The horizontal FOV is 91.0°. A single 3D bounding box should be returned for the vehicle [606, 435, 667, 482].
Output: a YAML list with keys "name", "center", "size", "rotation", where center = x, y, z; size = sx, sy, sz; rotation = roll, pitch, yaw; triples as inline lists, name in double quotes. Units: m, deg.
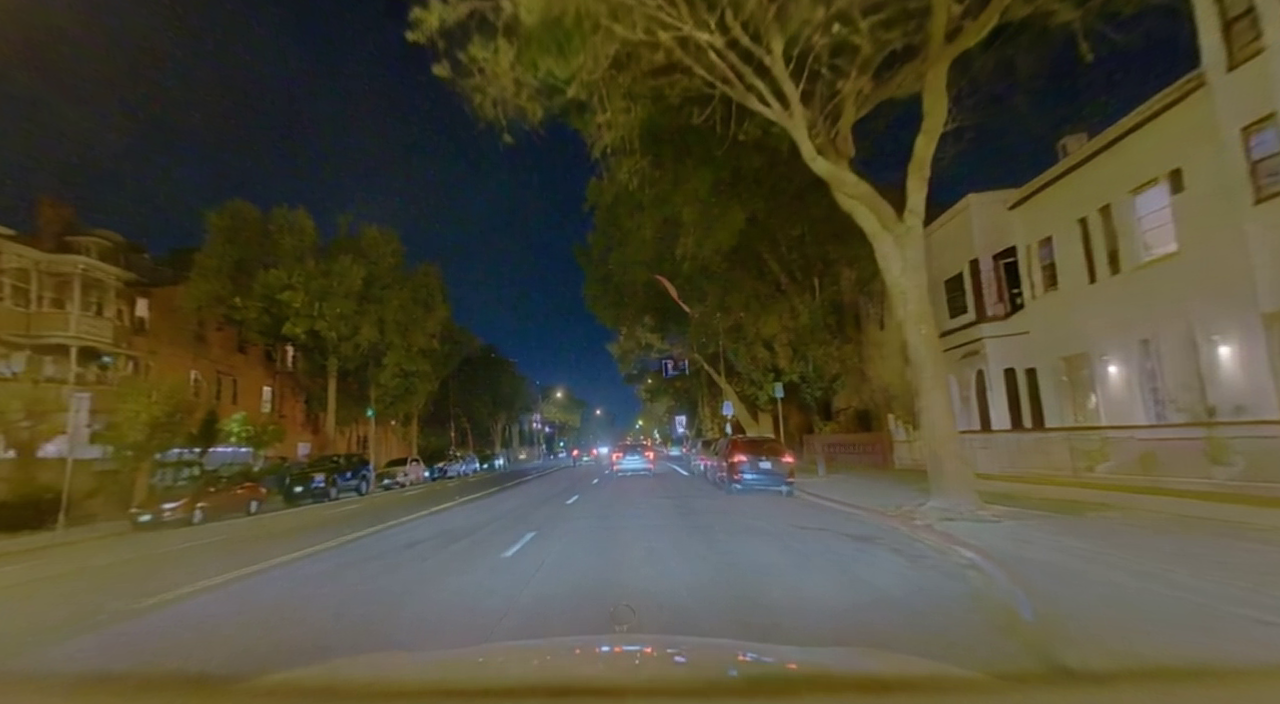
- name: "vehicle"
  center: [-0.125, 3.797, 22.771]
  size: [1.998, 1.518, 4.015]
  rotation: [0, -8, 0]

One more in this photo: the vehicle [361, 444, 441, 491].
- name: "vehicle"
  center: [-12.233, 5.897, 32.606]
  size: [2.210, 2.148, 4.849]
  rotation: [0, -8, 0]

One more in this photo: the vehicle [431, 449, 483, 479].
- name: "vehicle"
  center: [-12.174, 7.500, 42.309]
  size: [2.026, 1.791, 4.909]
  rotation: [0, -8, 0]

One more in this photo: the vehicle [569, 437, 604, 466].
- name: "vehicle"
  center: [-3.565, 6.714, 42.679]
  size: [1.983, 1.841, 4.013]
  rotation: [0, -8, 0]

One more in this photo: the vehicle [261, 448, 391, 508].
- name: "vehicle"
  center: [-12.109, 4.847, 24.922]
  size: [2.109, 1.941, 6.025]
  rotation: [0, -8, -1]

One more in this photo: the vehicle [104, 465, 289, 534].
- name: "vehicle"
  center: [-11.953, 3.958, 17.424]
  size: [1.913, 1.475, 4.372]
  rotation: [-1, -8, 1]

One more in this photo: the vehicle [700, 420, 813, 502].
- name: "vehicle"
  center: [2.708, 2.646, 15.754]
  size: [1.969, 1.725, 4.387]
  rotation: [0, -8, 0]
